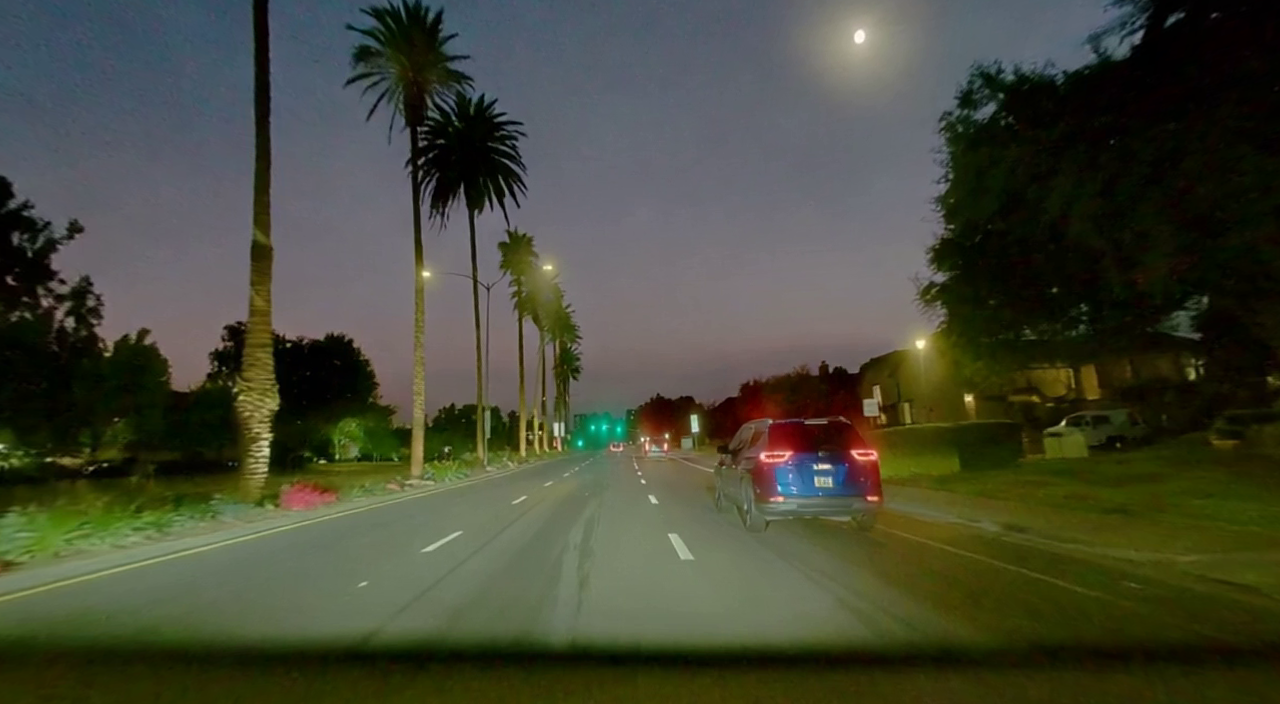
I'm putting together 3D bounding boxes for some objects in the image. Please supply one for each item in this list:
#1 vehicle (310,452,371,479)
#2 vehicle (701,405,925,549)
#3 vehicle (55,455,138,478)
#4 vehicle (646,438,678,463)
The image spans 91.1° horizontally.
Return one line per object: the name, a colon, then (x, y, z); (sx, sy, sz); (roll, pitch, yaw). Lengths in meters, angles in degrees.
vehicle: (-17.728, 6.693, 37.408); (2.018, 1.438, 4.448); (1, -8, -9)
vehicle: (2.431, 1.929, 10.358); (2.195, 1.804, 4.658); (0, -8, -2)
vehicle: (-37.445, 7.860, 43.281); (4.080, 1.476, 1.821); (-1, -8, 4)
vehicle: (1.651, 7.621, 48.705); (2.172, 1.768, 4.414); (0, -8, -2)
